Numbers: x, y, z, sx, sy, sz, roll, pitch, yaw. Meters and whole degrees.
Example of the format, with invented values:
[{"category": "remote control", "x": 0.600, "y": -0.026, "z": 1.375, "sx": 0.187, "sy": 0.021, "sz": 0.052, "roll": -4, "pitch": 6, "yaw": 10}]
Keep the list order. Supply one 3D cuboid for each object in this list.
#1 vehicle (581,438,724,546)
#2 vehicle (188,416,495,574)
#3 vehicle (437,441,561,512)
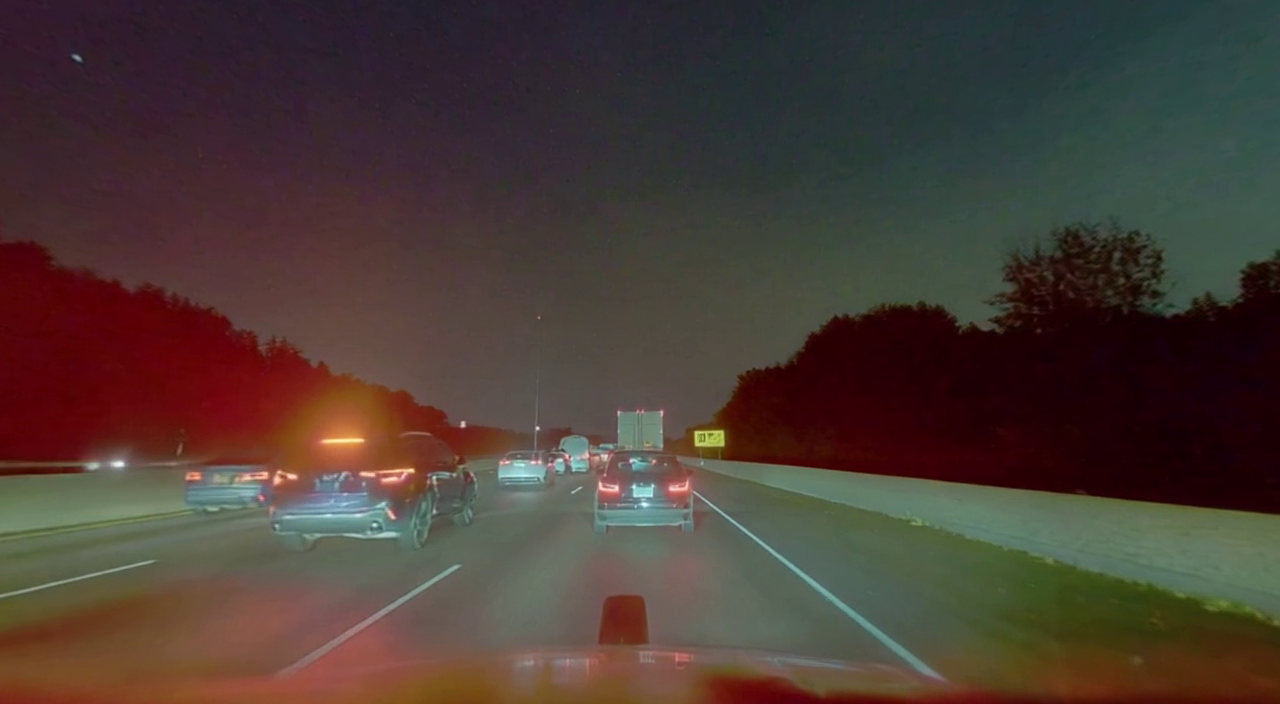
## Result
[{"category": "vehicle", "x": 0.165, "y": 2.231, "z": 10.562, "sx": 1.995, "sy": 1.495, "sz": 3.380, "roll": 0, "pitch": -9, "yaw": 0}, {"category": "vehicle", "x": -3.635, "y": 1.844, "z": 8.830, "sx": 2.165, "sy": 1.638, "sz": 4.317, "roll": 0, "pitch": -9, "yaw": 0}, {"category": "vehicle", "x": -3.286, "y": 3.007, "z": 15.653, "sx": 1.980, "sy": 1.491, "sz": 4.340, "roll": 0, "pitch": -9, "yaw": 1}]
